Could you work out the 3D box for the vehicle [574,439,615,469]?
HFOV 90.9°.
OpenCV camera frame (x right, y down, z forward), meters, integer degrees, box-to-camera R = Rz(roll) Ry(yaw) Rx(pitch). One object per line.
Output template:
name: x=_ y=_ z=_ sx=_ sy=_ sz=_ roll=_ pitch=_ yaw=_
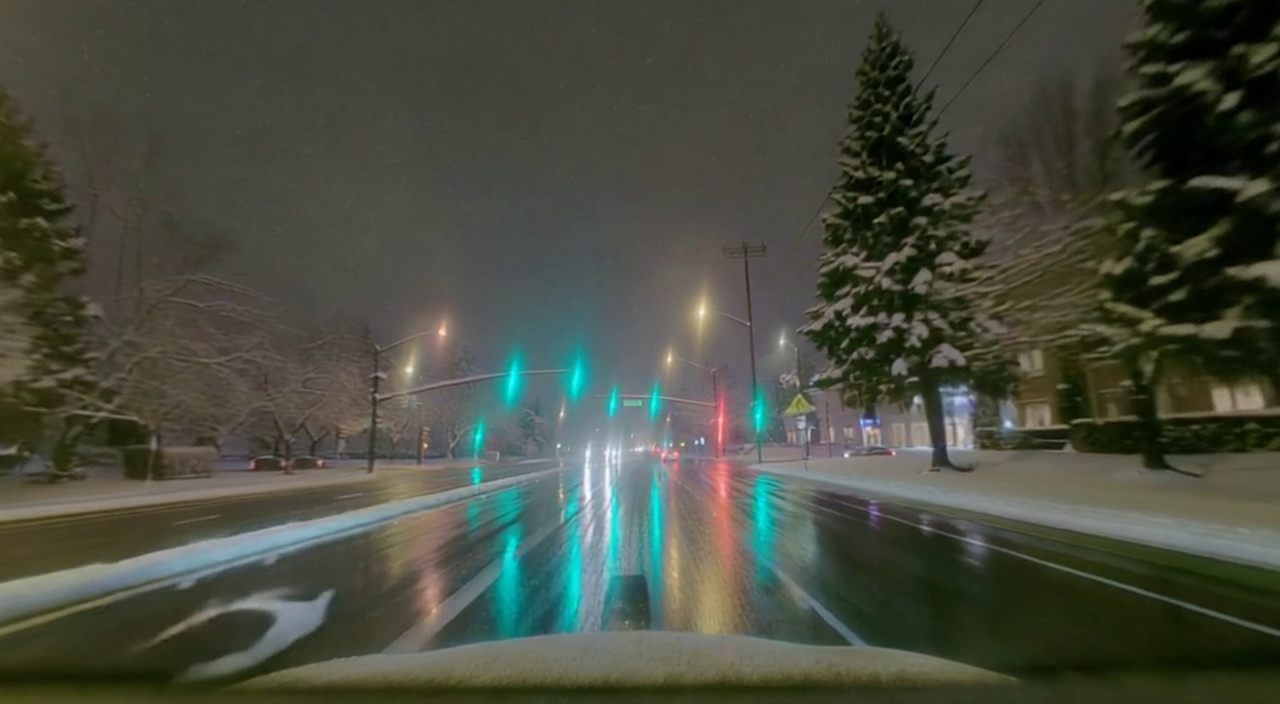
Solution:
vehicle: x=-2.844 y=6.525 z=40.598 sx=2.250 sy=1.791 sz=4.300 roll=0 pitch=-8 yaw=1
